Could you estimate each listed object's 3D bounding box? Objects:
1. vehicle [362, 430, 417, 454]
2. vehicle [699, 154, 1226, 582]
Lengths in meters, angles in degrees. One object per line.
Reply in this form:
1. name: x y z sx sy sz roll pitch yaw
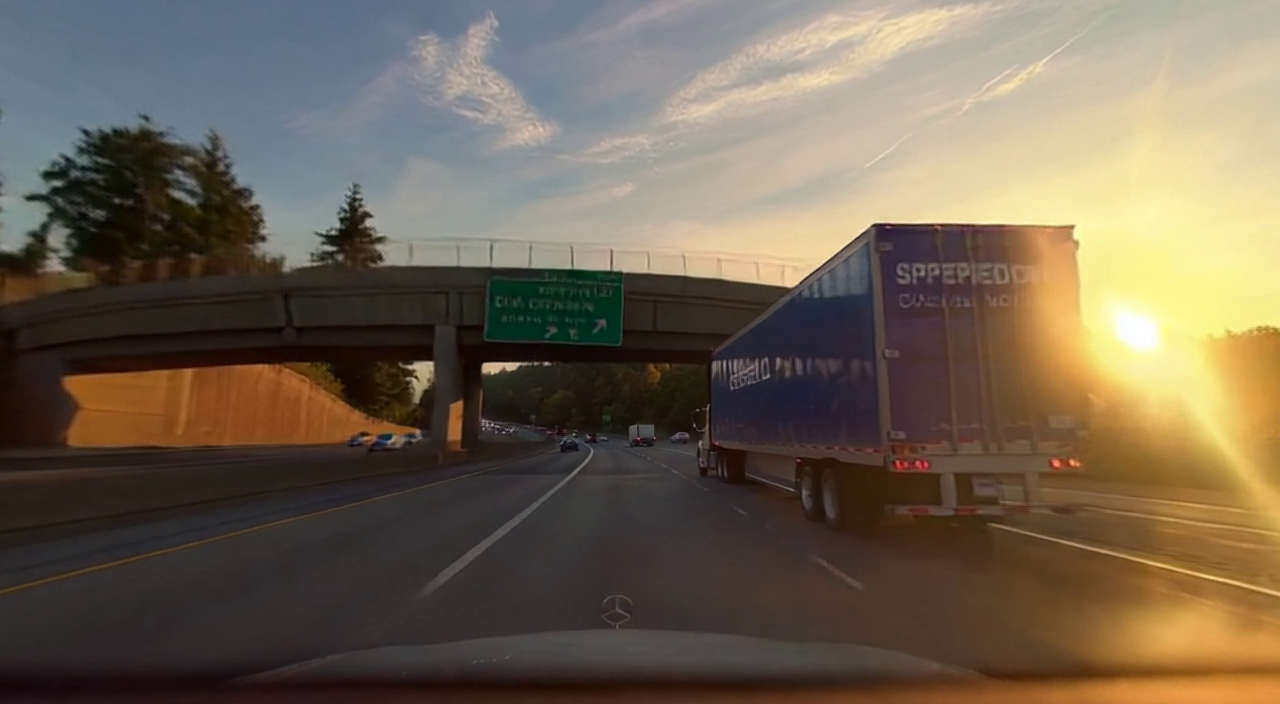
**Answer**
1. vehicle: -16.307 5.892 41.232 1.915 1.481 4.479 0 -8 -2
2. vehicle: 3.640 1.019 13.059 2.910 4.051 14.278 0 -8 -2
